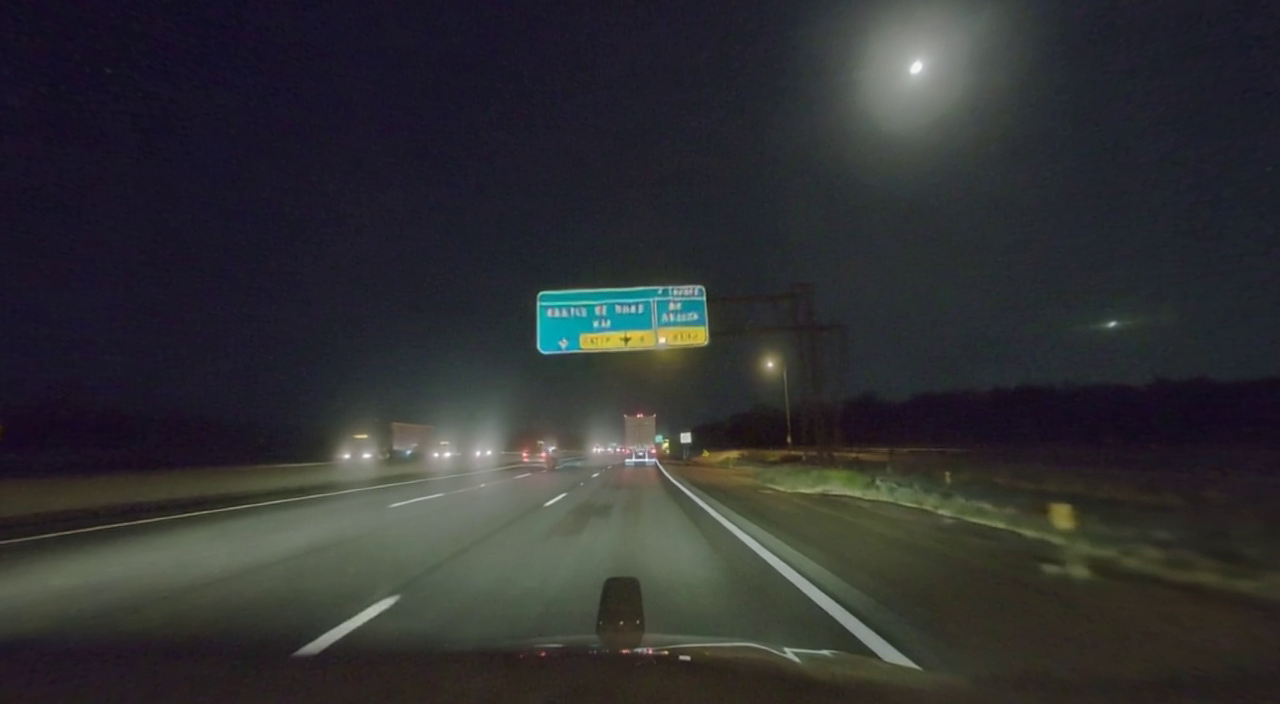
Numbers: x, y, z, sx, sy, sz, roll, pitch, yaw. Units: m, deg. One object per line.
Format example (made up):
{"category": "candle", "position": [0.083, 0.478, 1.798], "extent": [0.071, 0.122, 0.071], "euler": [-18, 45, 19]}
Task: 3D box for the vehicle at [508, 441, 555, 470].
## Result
{"category": "vehicle", "position": [-6.736, 6.506, 39.704], "extent": [2.067, 1.676, 4.789], "euler": [0, -9, 1]}
